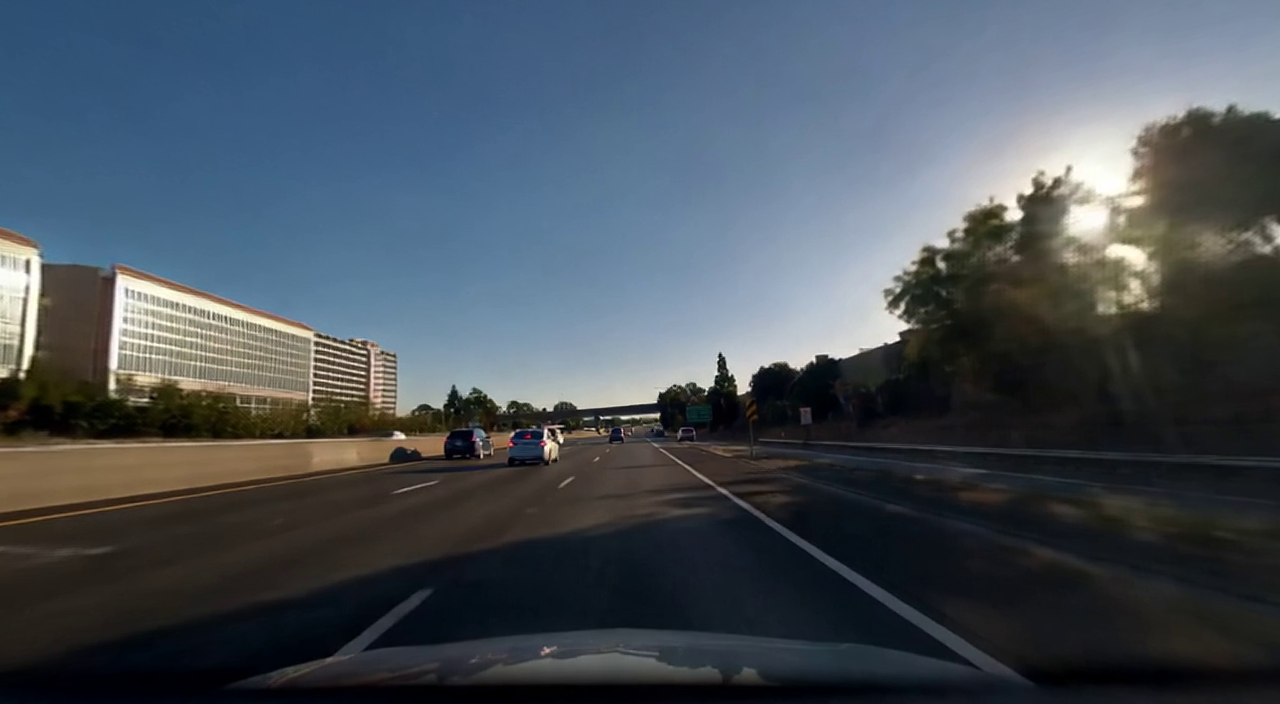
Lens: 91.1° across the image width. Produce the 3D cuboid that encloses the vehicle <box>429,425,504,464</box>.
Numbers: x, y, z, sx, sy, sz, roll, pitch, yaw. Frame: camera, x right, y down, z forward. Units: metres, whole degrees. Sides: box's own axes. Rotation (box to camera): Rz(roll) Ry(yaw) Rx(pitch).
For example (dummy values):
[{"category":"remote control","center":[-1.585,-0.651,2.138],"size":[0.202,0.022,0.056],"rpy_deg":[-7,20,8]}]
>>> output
[{"category":"vehicle","center":[-7.523,4.064,27.723],"size":[1.985,1.575,4.453],"rpy_deg":[0,-8,1]}]

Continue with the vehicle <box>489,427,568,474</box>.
[{"category":"vehicle","center":[-3.856,3.506,22.648],"size":[1.996,1.490,4.571],"rpy_deg":[0,-8,0]}]
